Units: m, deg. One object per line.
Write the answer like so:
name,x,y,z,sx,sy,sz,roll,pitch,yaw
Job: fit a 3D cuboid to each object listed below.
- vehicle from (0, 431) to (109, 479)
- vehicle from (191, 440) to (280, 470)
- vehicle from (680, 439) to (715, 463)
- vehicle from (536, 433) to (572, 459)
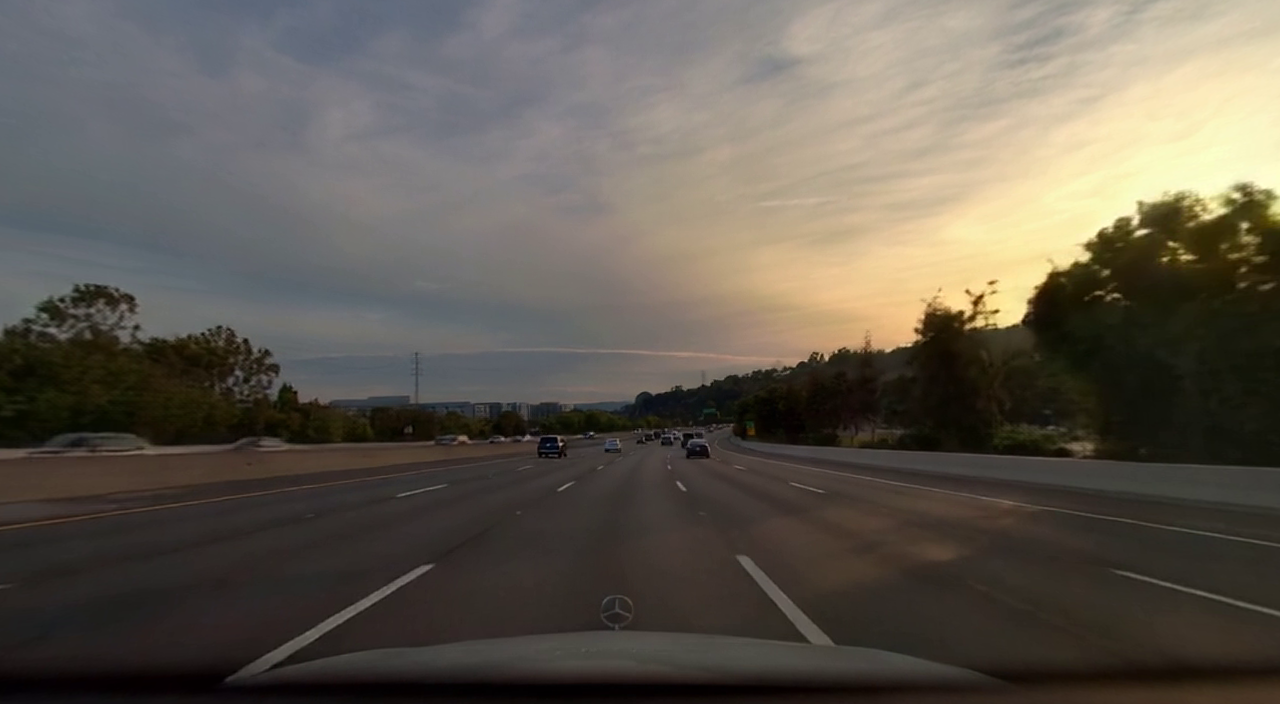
vehicle,-26.977,4.614,28.400,1.949,1.947,4.685,0,-9,1
vehicle,-22.920,5.826,36.012,1.851,1.579,4.577,-1,-9,3
vehicle,3.755,6.571,41.921,1.967,1.475,4.080,0,-9,1
vehicle,-6.467,7.174,47.979,2.009,1.850,4.338,0,-9,2
